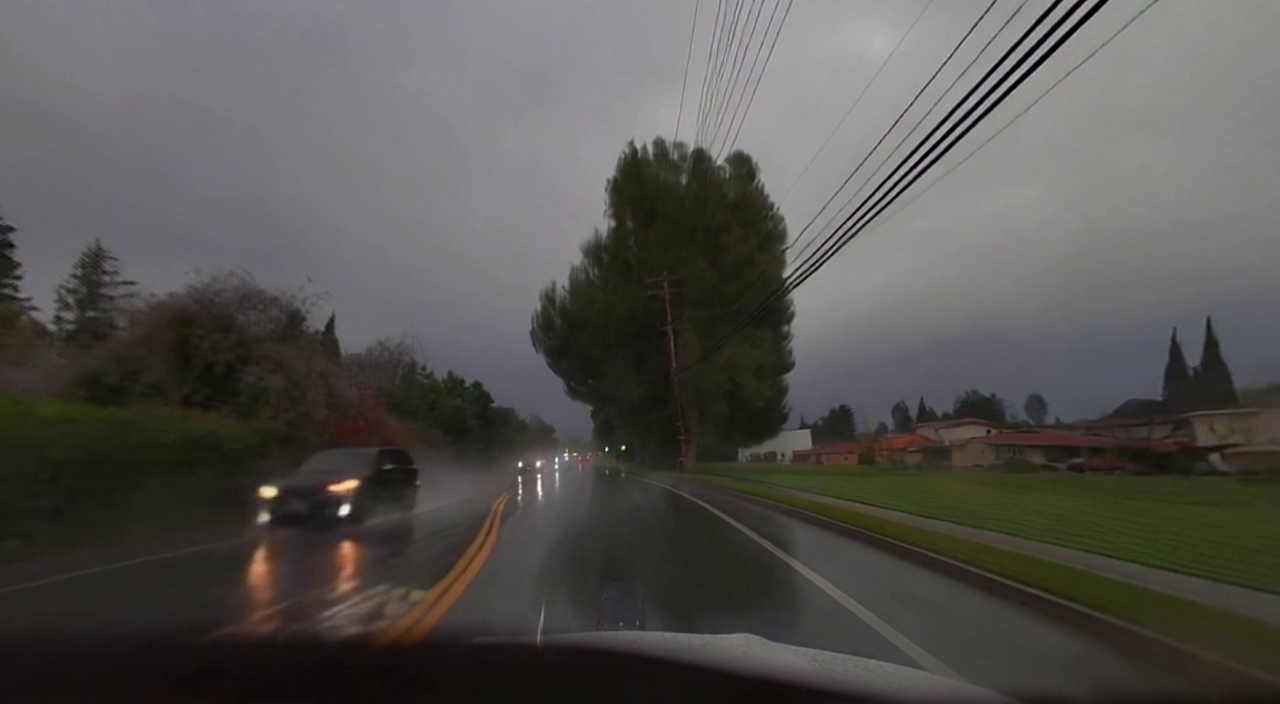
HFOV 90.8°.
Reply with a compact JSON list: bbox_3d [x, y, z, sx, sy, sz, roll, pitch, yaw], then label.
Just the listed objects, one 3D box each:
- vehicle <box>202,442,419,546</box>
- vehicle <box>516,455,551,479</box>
[{"bbox_3d":[-6.758,2.910,13.808,2.220,1.817,4.839,0,-8,-1],"label":"vehicle"},{"bbox_3d":[-8.050,8.697,48.053,2.121,1.653,4.510,0,-8,-3],"label":"vehicle"}]
